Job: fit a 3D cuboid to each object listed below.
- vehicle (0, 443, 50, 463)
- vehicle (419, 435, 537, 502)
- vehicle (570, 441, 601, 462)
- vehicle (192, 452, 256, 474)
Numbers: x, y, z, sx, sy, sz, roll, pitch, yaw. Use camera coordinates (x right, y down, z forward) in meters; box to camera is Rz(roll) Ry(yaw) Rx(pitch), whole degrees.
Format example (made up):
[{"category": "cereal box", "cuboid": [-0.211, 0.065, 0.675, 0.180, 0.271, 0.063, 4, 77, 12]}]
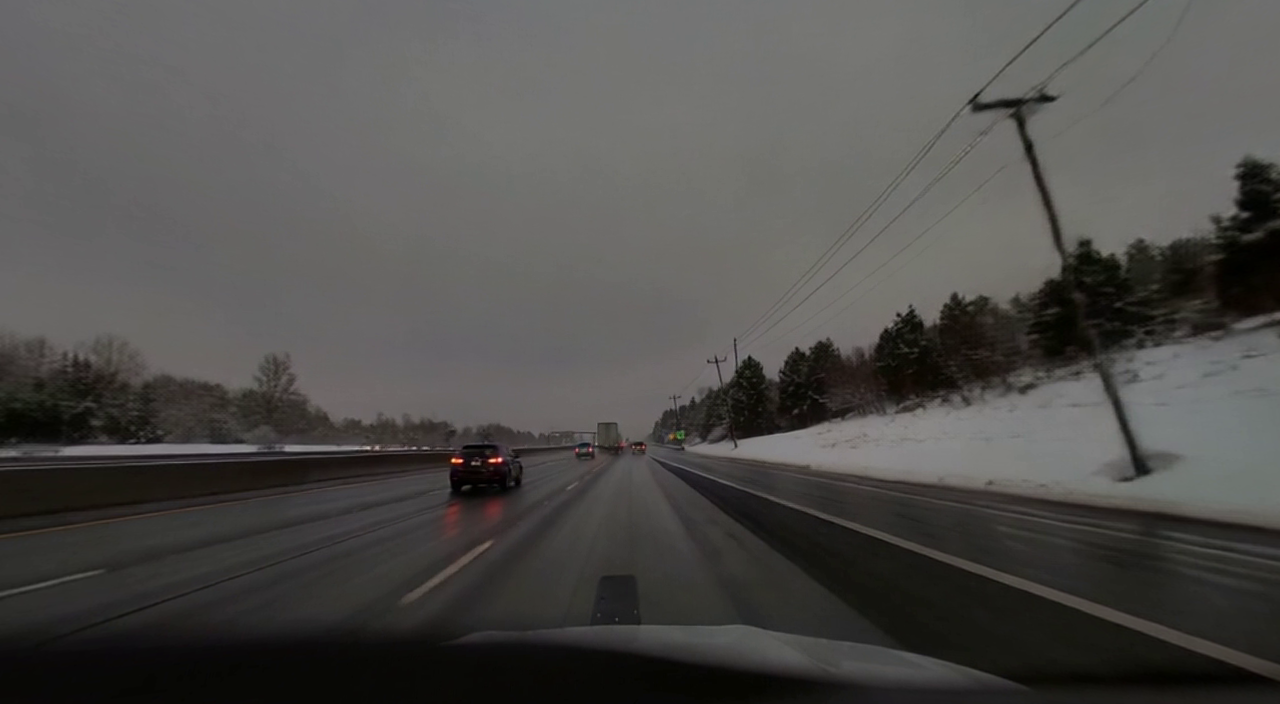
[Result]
[{"category": "vehicle", "cuboid": [-48.473, 7.823, 48.854, 1.772, 1.478, 3.972, 0, -9, -1]}, {"category": "vehicle", "cuboid": [-4.122, 3.047, 16.928, 1.963, 1.533, 4.477, 0, -9, 0]}, {"category": "vehicle", "cuboid": [-4.173, 7.712, 48.890, 2.038, 1.533, 4.103, 0, -9, -1]}, {"category": "vehicle", "cuboid": [-30.026, 7.981, 45.773, 1.916, 1.471, 3.905, 0, -9, 1]}]
